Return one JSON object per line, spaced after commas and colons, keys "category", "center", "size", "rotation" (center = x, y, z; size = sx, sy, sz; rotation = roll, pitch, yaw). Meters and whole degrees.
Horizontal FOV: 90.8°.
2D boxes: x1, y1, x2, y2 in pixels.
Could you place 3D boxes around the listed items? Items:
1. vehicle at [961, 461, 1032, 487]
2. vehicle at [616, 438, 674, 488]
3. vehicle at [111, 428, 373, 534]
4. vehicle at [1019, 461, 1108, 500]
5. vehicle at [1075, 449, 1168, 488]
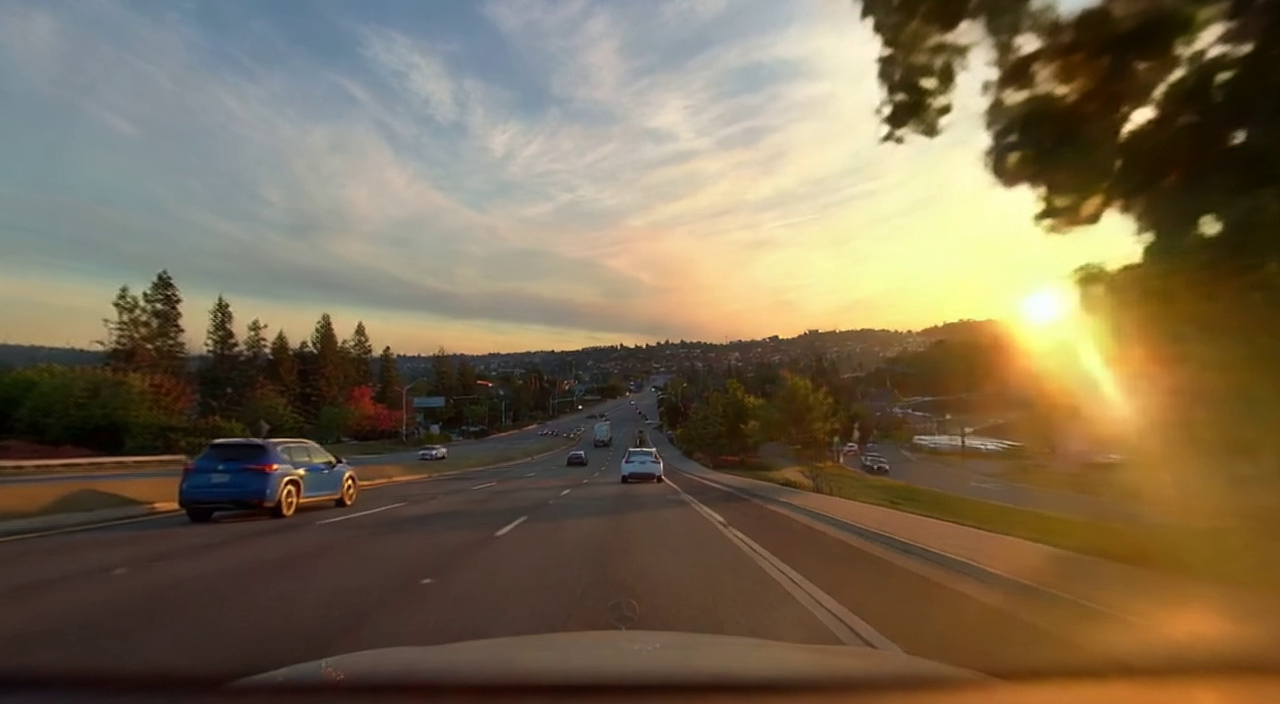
{"category": "vehicle", "center": [25.315, 8.669, 45.051], "size": [1.862, 1.481, 4.503], "rotation": [0, -7, -9]}
{"category": "vehicle", "center": [0.179, 4.511, 25.924], "size": [2.125, 1.830, 4.370], "rotation": [-1, -9, 0]}
{"category": "vehicle", "center": [-7.438, 2.452, 12.674], "size": [1.997, 1.650, 5.090], "rotation": [-1, -9, -1]}
{"category": "vehicle", "center": [25.965, 7.866, 38.932], "size": [1.975, 1.950, 4.526], "rotation": [-1, -7, -6]}
{"category": "vehicle", "center": [34.096, 8.220, 44.885], "size": [4.850, 1.840, 1.939], "rotation": [5, 0, 22]}
